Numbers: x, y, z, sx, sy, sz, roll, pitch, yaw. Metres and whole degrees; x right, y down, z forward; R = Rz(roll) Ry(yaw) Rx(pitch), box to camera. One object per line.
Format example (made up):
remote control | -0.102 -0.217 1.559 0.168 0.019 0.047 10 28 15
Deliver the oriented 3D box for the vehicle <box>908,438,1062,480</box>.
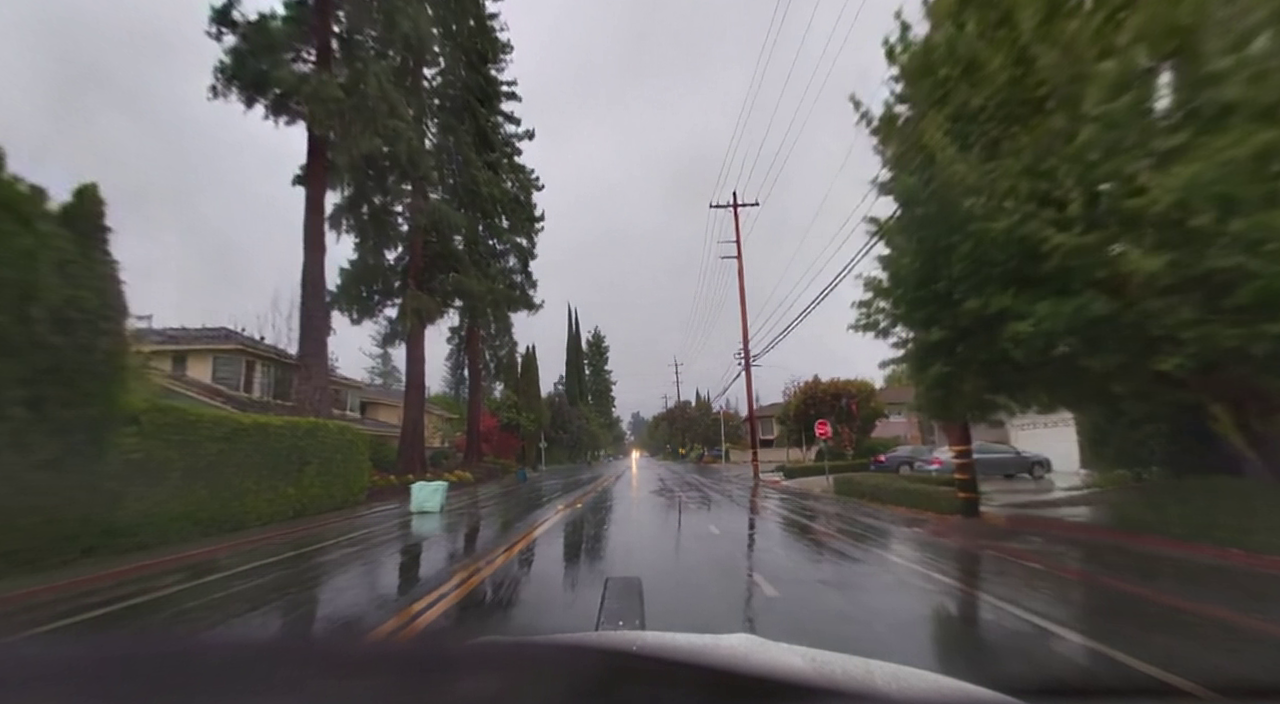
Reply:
vehicle | 12.833 4.007 23.717 4.650 1.484 1.929 0 -9 -1
